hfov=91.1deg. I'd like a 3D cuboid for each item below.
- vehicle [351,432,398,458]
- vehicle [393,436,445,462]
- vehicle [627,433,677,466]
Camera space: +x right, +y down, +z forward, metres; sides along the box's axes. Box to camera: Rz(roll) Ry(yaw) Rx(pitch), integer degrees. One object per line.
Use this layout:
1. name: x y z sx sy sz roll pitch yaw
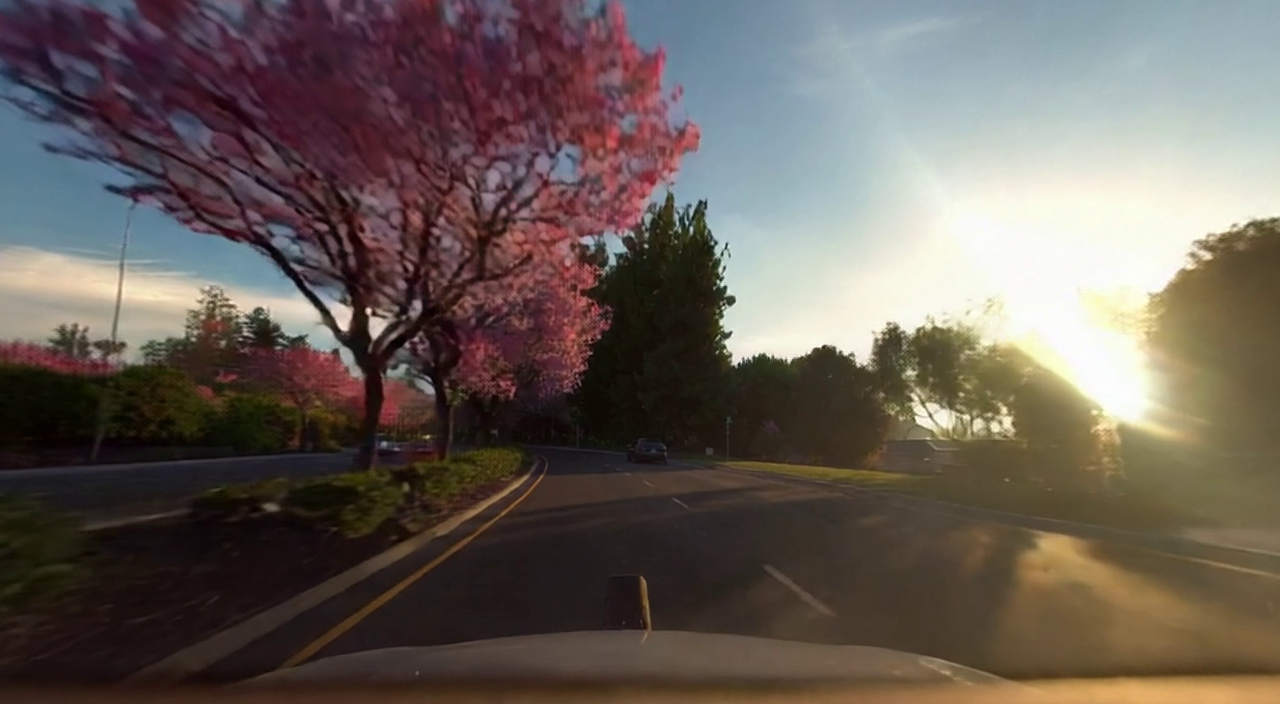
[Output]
1. vehicle: -18.268 6.426 43.372 1.915 1.696 4.461 1 -9 -9
2. vehicle: -13.339 5.906 38.164 2.067 1.468 4.665 1 -9 -8
3. vehicle: 0.657 5.844 37.740 2.166 1.828 4.607 2 -9 -9
